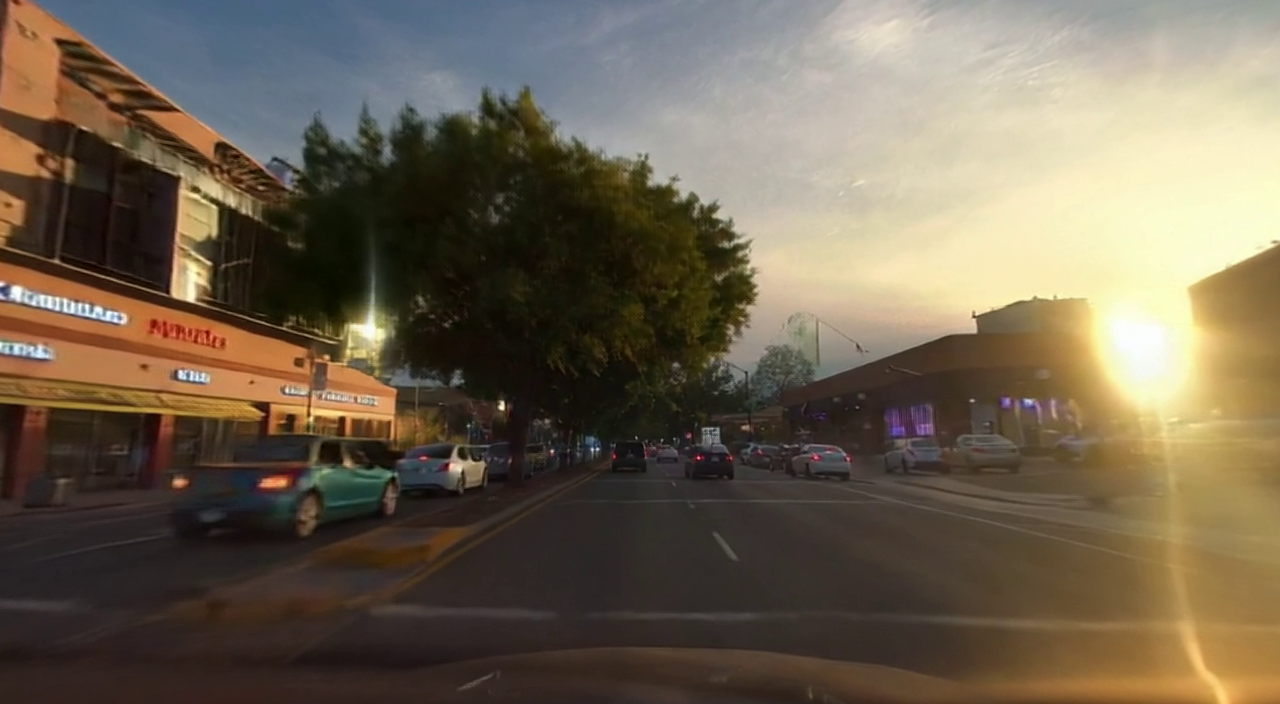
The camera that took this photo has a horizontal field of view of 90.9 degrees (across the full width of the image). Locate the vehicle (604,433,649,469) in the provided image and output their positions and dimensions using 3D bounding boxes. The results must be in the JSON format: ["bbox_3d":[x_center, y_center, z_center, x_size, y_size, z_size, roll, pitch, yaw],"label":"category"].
[{"bbox_3d":[-0.705,5.425,34.657,2.301,1.837,4.411,0,-8,0],"label":"vehicle"}]

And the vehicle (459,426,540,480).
[{"bbox_3d":[-5.673,4.114,26.226,2.240,1.945,5.114,-1,-7,0],"label":"vehicle"}]

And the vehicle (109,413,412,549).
[{"bbox_3d":[-5.865,2.010,10.697,2.242,1.740,4.659,-1,-7,0],"label":"vehicle"}]

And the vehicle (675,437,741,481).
[{"bbox_3d":[2.520,4.095,24.402,2.046,1.540,3.883,0,-8,-1],"label":"vehicle"}]

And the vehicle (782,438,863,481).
[{"bbox_3d":[7.423,4.389,26.120,1.914,1.587,4.548,0,-8,-1],"label":"vehicle"}]

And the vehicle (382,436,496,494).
[{"bbox_3d":[-5.764,3.283,18.741,1.835,1.476,4.533,1,-8,1],"label":"vehicle"}]

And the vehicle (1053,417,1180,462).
[{"bbox_3d":[21.105,3.902,28.174,1.967,1.751,4.275,-2,-7,-6],"label":"vehicle"}]

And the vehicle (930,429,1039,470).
[{"bbox_3d":[15.347,4.363,28.495,2.007,1.642,5.001,-1,-8,-1],"label":"vehicle"}]

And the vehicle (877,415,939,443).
[{"bbox_3d":[15.620,4.587,37.002,1.793,1.505,4.557,-1,-8,3],"label":"vehicle"}]

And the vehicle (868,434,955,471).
[{"bbox_3d":[12.233,4.541,28.793,2.058,1.493,4.612,-2,-8,2],"label":"vehicle"}]

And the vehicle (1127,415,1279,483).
[{"bbox_3d":[16.476,2.603,17.187,4.572,1.660,2.091,-1,-9,-1],"label":"vehicle"}]
